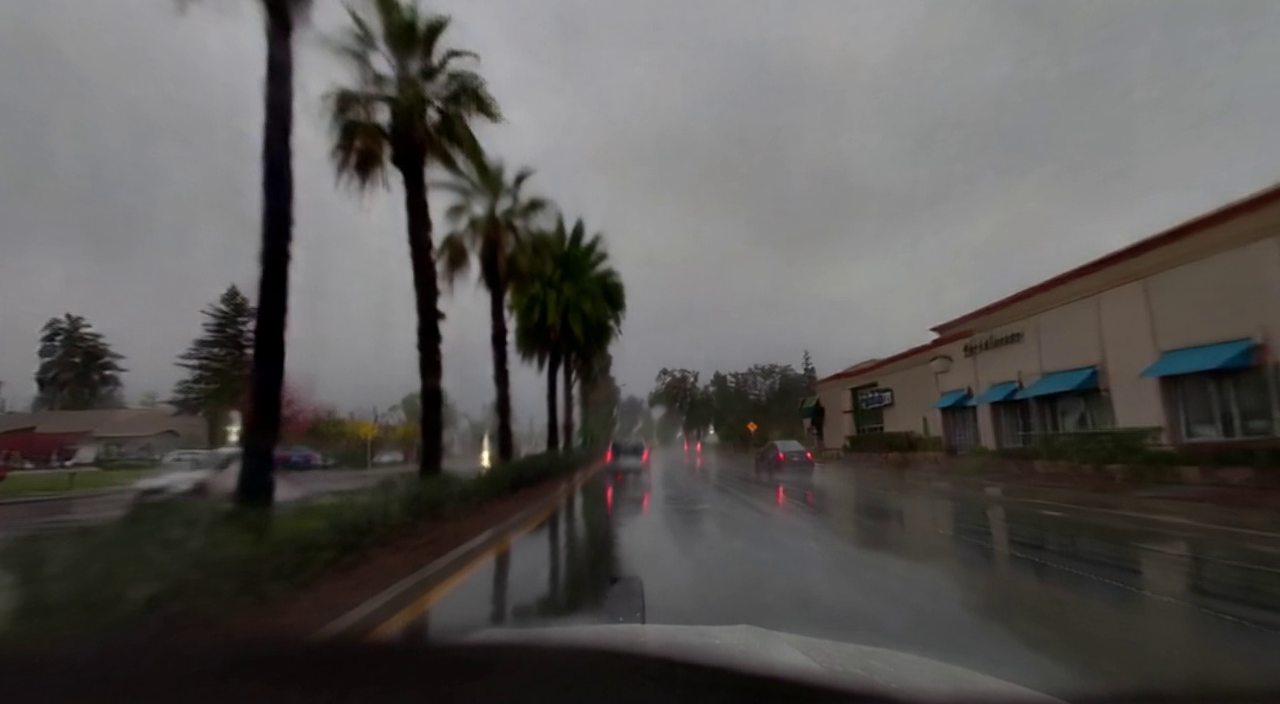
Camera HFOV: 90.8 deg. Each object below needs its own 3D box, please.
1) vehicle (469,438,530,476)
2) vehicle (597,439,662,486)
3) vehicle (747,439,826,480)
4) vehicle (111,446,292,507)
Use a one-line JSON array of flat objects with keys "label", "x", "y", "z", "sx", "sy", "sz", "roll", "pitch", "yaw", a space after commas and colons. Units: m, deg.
[{"label": "vehicle", "x": -6.738, "y": 5.071, "z": 30.714, "sx": 2.156, "sy": 1.702, "sz": 4.379, "roll": 0, "pitch": -9, "yaw": -3}, {"label": "vehicle", "x": -0.353, "y": 3.909, "z": 22.618, "sx": 2.106, "sy": 1.496, "sz": 3.964, "roll": 0, "pitch": -9, "yaw": 0}, {"label": "vehicle", "x": 6.319, "y": 4.689, "z": 27.803, "sx": 2.244, "sy": 1.618, "sz": 4.585, "roll": 0, "pitch": -9, "yaw": -2}, {"label": "vehicle", "x": -11.928, "y": 3.383, "z": 17.646, "sx": 1.833, "sy": 1.464, "sz": 4.463, "roll": 0, "pitch": -9, "yaw": 0}]
